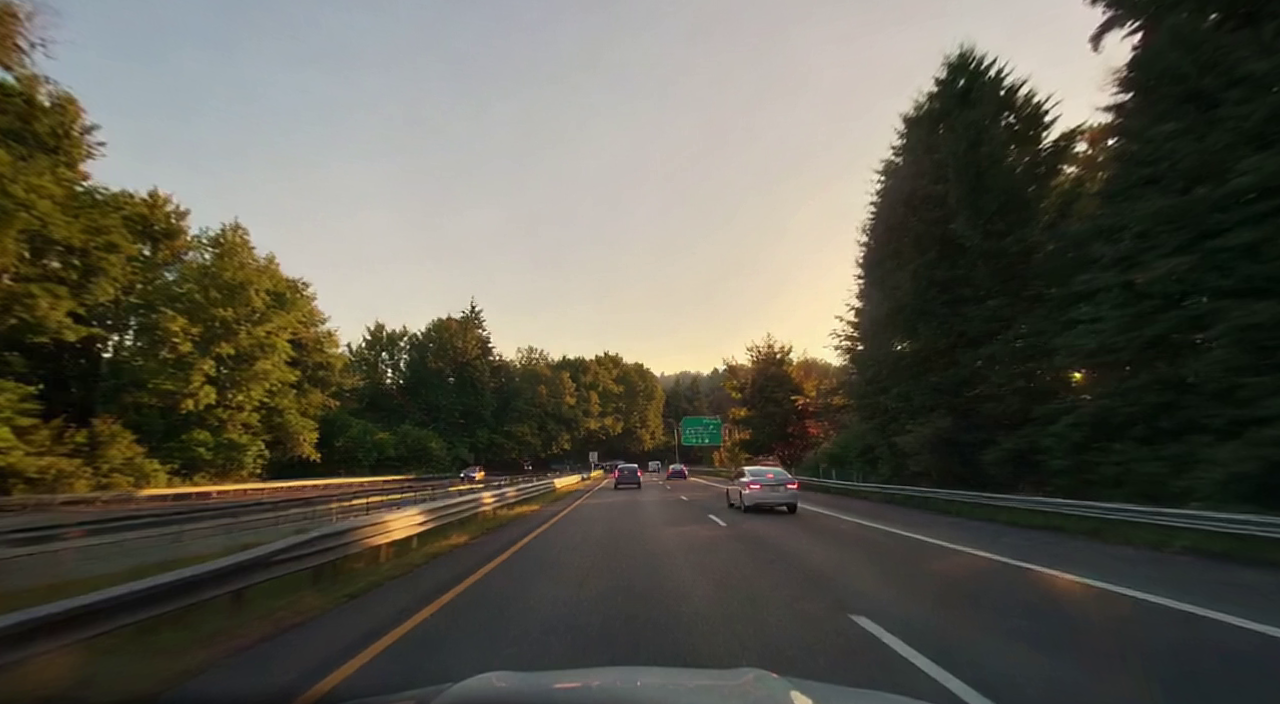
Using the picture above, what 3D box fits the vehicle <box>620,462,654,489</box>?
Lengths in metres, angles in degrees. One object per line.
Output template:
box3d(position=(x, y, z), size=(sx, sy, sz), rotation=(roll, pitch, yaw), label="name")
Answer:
box3d(position=(-0.229, 7.465, 38.256), size=(1.980, 1.483, 3.865), rotation=(1, -10, -1), label="vehicle")

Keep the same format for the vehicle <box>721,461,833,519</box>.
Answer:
box3d(position=(3.775, 3.932, 18.370), size=(2.018, 1.426, 4.941), rotation=(1, -10, -2), label="vehicle")
